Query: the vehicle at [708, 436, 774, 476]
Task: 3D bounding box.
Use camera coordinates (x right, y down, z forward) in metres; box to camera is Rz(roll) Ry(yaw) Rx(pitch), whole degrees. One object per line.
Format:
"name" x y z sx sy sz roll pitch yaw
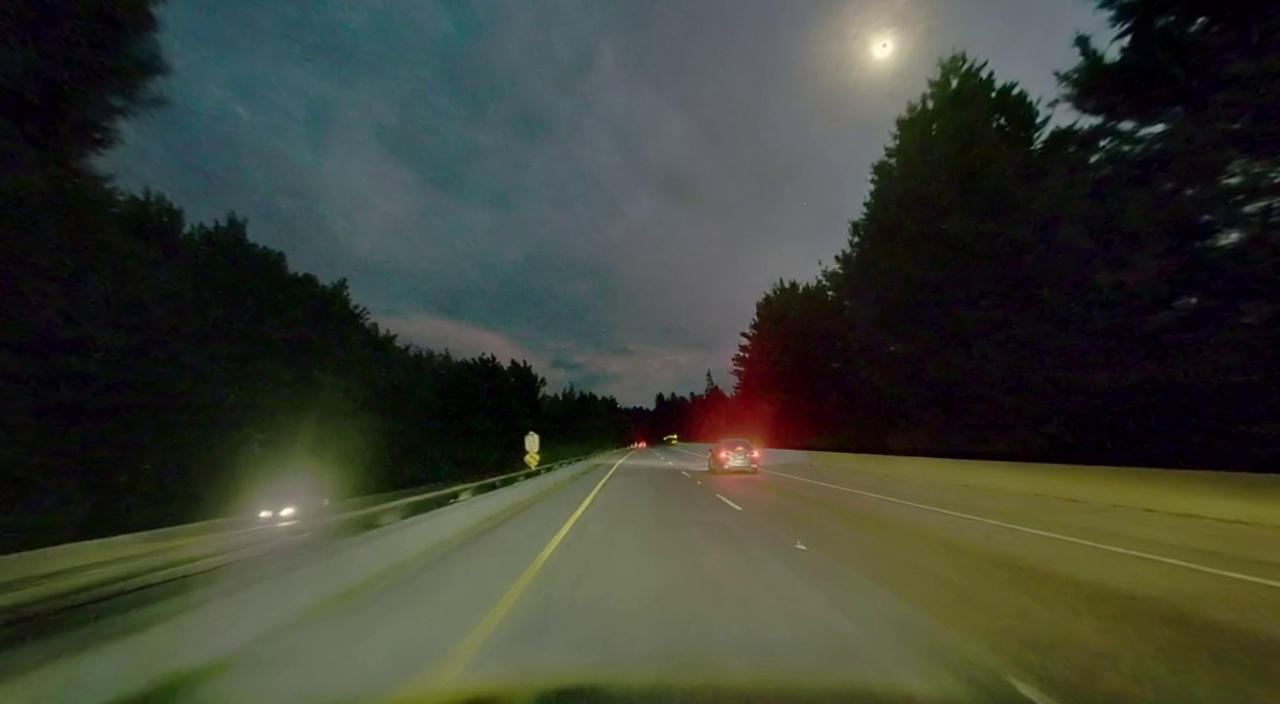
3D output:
"vehicle" 4.178 4.400 26.879 1.905 1.525 4.719 0 -8 -2
